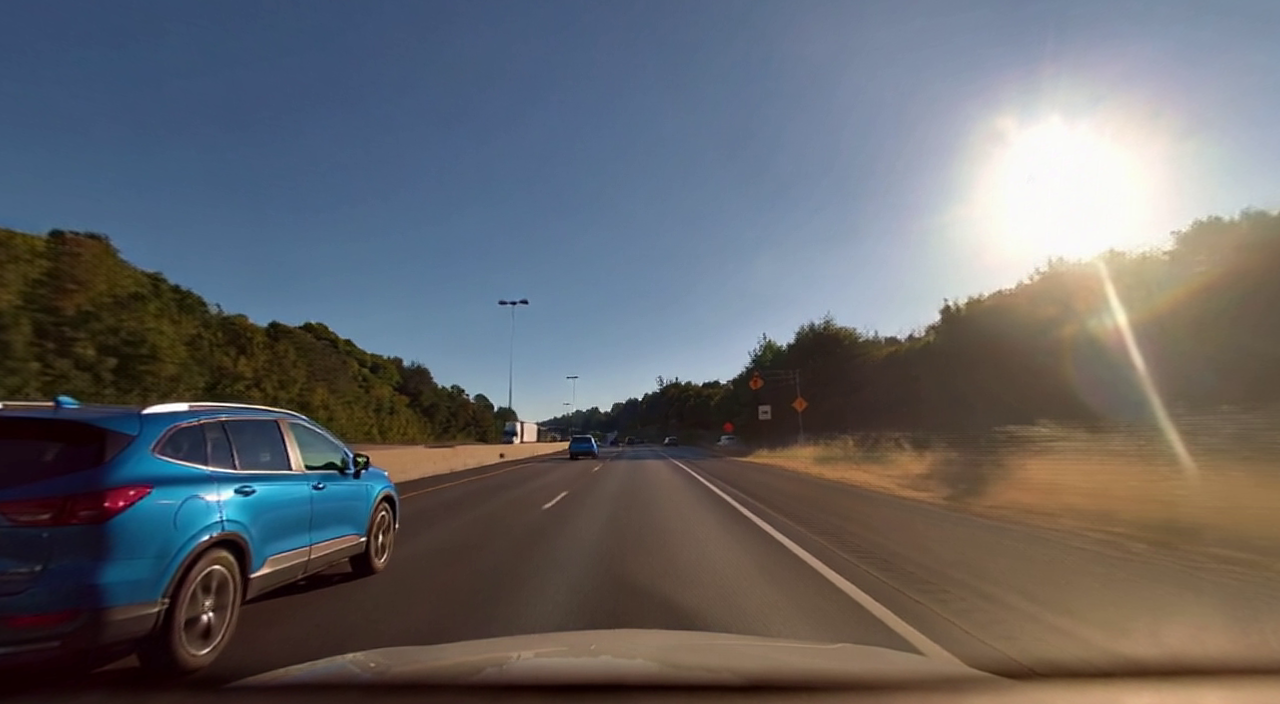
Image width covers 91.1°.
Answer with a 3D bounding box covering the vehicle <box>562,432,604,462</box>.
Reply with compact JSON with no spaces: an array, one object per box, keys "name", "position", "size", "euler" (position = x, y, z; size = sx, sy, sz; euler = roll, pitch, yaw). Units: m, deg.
[{"name":"vehicle","position":[-3.296,5.645,37.278],"size":[2.125,1.662,4.336],"euler":[0,-8,0]}]
